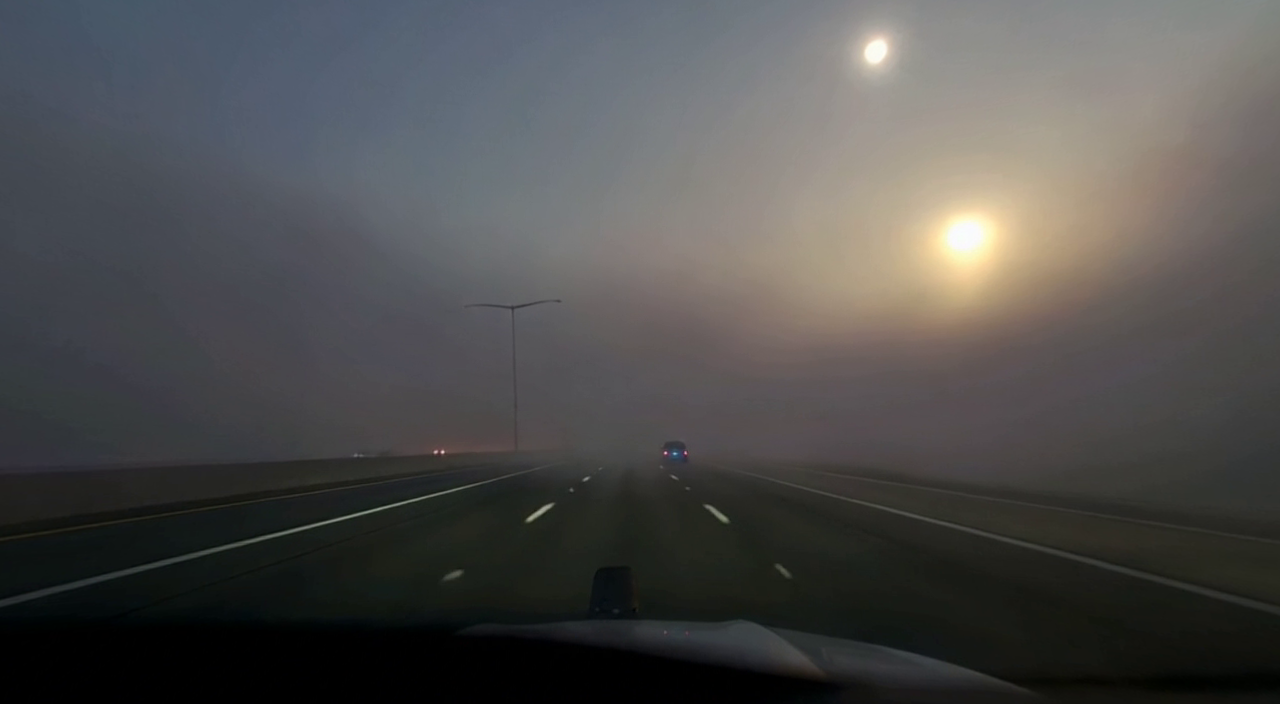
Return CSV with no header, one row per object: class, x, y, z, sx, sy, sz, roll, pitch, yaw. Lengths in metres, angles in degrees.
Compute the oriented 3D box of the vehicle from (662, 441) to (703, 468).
vehicle,2.710,6.630,41.064,2.270,1.615,3.770,0,-8,-1
